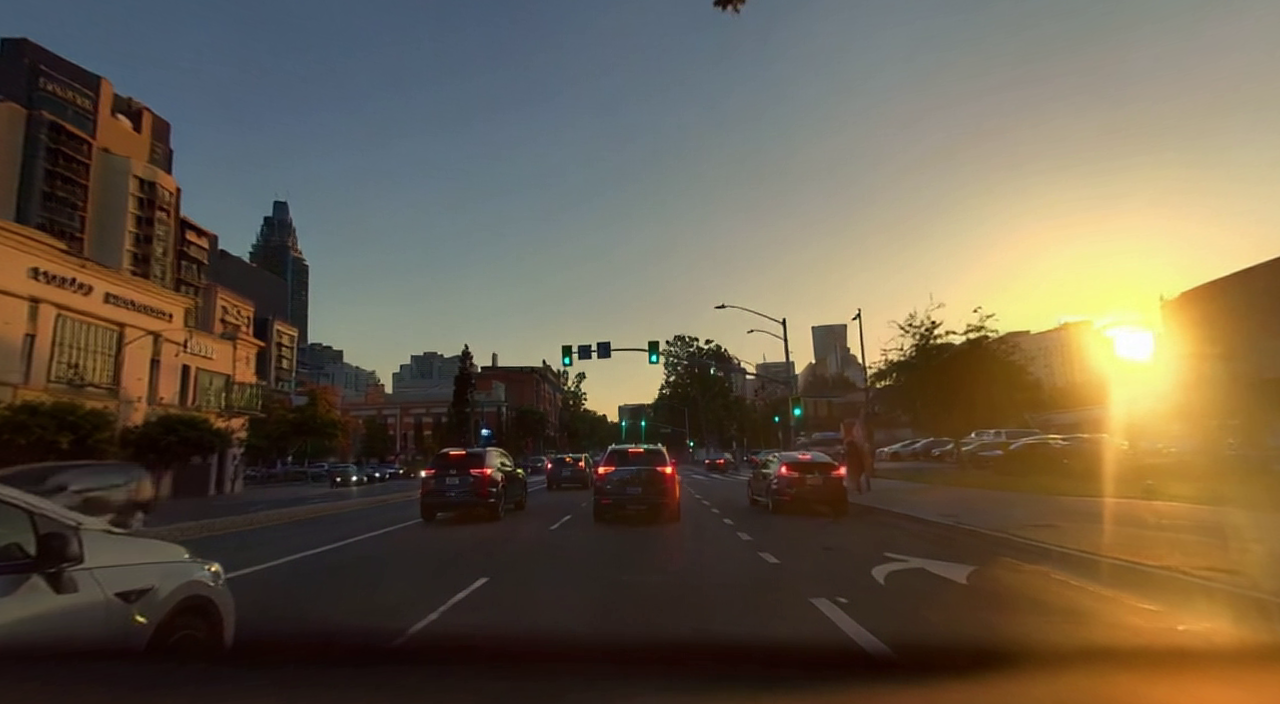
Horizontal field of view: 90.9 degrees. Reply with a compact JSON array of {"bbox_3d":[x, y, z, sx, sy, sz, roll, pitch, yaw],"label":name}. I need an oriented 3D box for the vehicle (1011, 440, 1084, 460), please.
[{"bbox_3d":[31.720,7.659,49.161,4.169,1.475,2.059,-2,-9,11],"label":"vehicle"}]

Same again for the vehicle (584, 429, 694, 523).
[{"bbox_3d":[0.001,2.654,14.015,2.075,1.770,4.018,0,-8,1],"label":"vehicle"}]

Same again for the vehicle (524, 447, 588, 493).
[{"bbox_3d":[-3.241,4.594,24.983,1.894,1.642,3.861,0,-8,1],"label":"vehicle"}]

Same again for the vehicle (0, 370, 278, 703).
[{"bbox_3d":[-3.336,0.794,1.683,1.975,1.624,4.481,0,-8,1],"label":"vehicle"}]

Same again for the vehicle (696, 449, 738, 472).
[{"bbox_3d":[5.702,7.946,46.242,1.878,1.526,4.736,-3,-9,21],"label":"vehicle"}]

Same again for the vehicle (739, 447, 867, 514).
[{"bbox_3d":[3.941,3.170,16.155,1.986,1.457,4.566,0,-8,-1],"label":"vehicle"}]

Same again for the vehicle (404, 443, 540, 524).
[{"bbox_3d":[-3.696,2.936,14.738,1.886,1.599,4.247,0,-8,2],"label":"vehicle"}]
